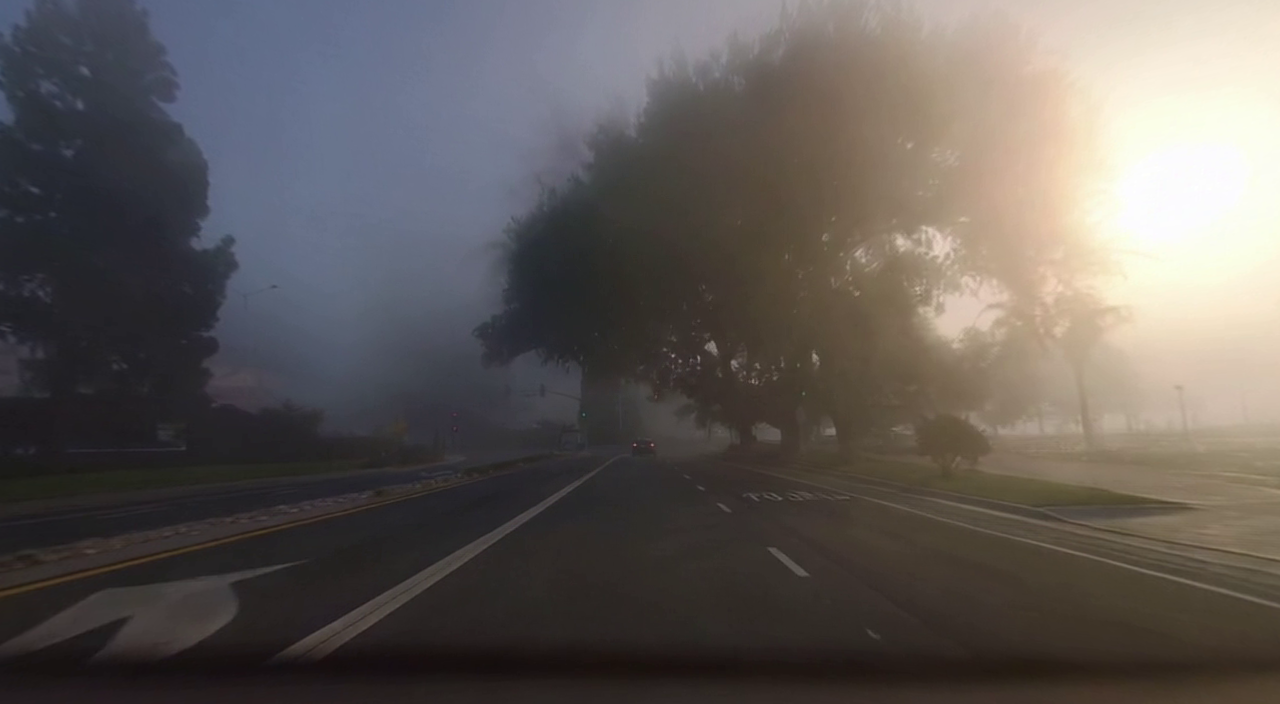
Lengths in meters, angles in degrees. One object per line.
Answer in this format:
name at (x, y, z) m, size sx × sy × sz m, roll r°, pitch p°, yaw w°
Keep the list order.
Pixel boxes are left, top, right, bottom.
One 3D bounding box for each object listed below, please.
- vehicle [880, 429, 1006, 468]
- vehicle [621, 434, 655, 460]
vehicle at (13.855, 4.386, 28.936) m, size 5.001 × 1.554 × 1.961 m, roll -3°, pitch -9°, yaw 31°
vehicle at (-0.078, 6.427, 42.560) m, size 2.196 × 1.646 × 4.109 m, roll 0°, pitch -8°, yaw 2°
